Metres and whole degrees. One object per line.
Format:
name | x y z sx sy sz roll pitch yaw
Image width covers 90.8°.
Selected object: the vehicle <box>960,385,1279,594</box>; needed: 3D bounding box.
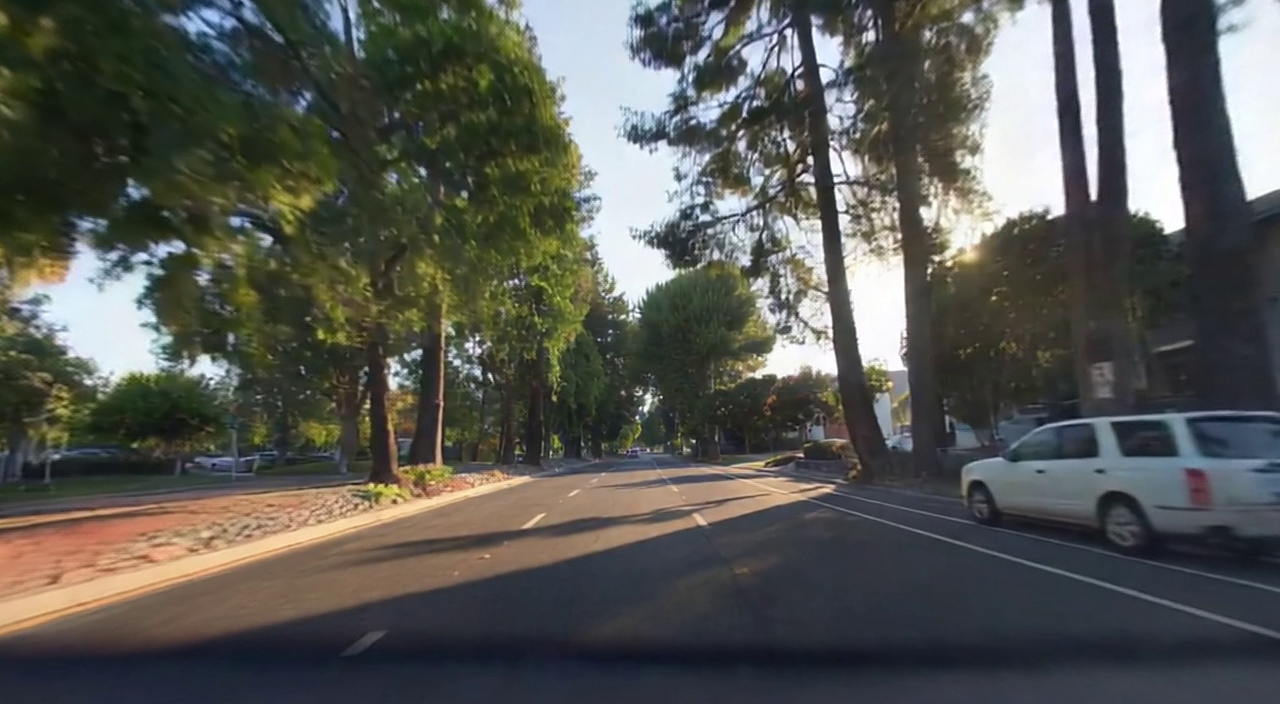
vehicle | 7.149 1.799 9.038 2.278 2.069 5.393 0 -9 0
